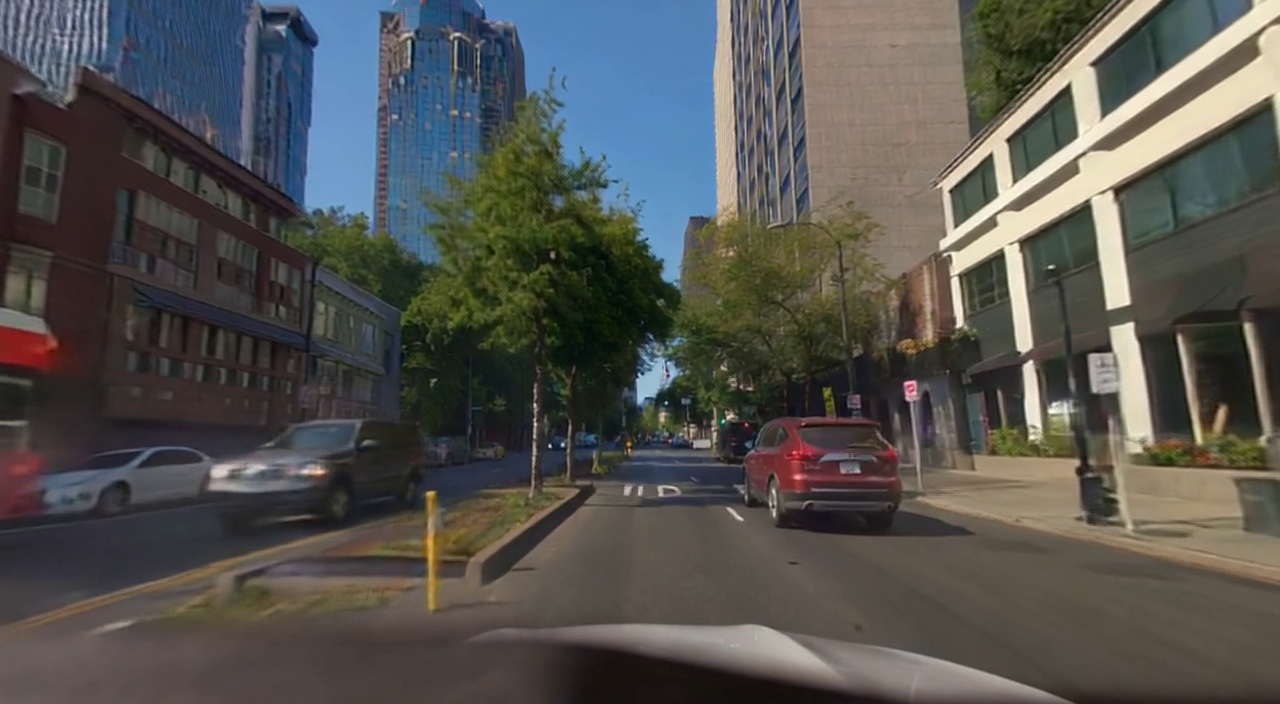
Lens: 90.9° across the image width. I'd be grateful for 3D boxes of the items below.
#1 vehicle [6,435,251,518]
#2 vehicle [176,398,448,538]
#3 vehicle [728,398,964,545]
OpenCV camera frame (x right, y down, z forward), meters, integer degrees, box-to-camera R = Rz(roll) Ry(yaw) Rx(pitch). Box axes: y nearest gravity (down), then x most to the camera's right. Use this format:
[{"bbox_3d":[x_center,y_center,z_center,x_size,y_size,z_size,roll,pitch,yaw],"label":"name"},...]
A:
[{"bbox_3d":[-12.304,2.986,15.773,1.871,1.721,4.973,0,-8,1],"label":"vehicle"},{"bbox_3d":[-5.198,1.926,11.060,2.030,1.881,4.994,0,-8,0],"label":"vehicle"},{"bbox_3d":[2.981,1.900,10.730,2.118,1.848,5.426,0,-8,-1],"label":"vehicle"}]
